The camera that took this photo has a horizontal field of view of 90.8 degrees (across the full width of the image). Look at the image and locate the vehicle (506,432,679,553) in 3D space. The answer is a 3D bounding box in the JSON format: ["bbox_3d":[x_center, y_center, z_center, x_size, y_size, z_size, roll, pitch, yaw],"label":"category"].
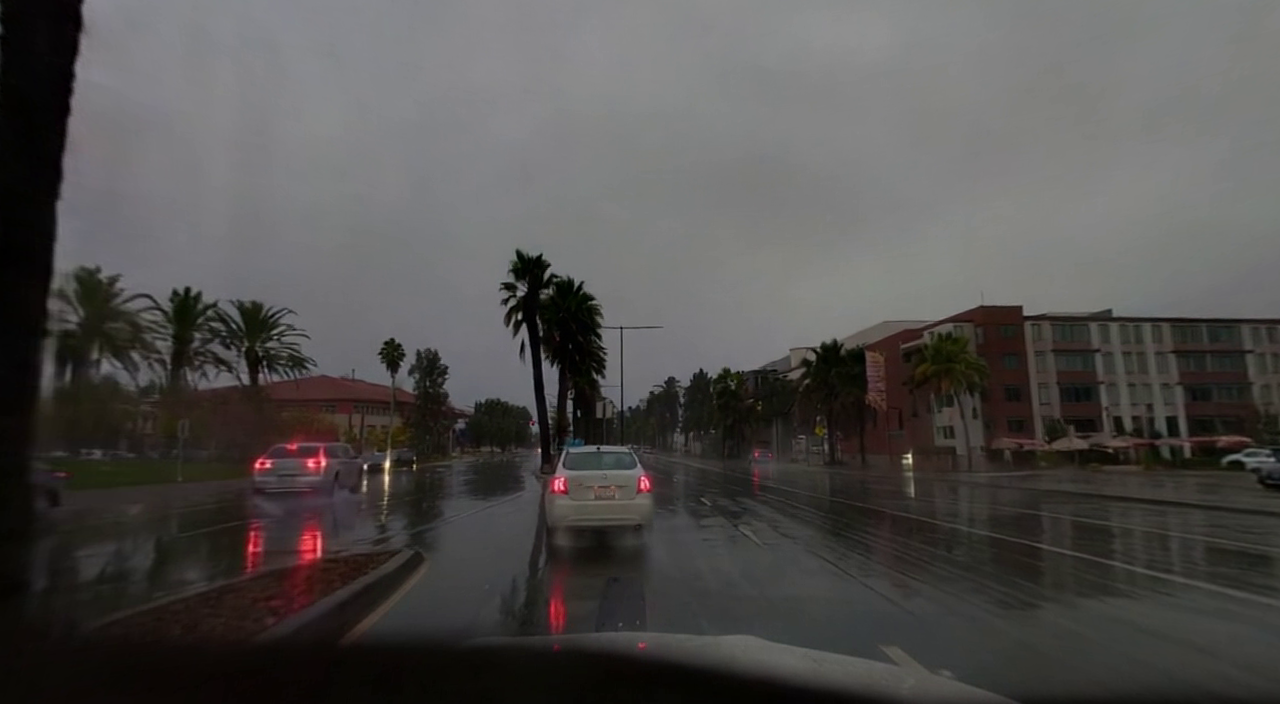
[{"bbox_3d":[-1.015,2.090,10.217,1.986,1.473,4.382,2,-9,-15],"label":"vehicle"}]

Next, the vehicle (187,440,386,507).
[{"bbox_3d":[-9.327,3.154,16.767,4.457,1.552,2.095,-3,-9,19],"label":"vehicle"}]
